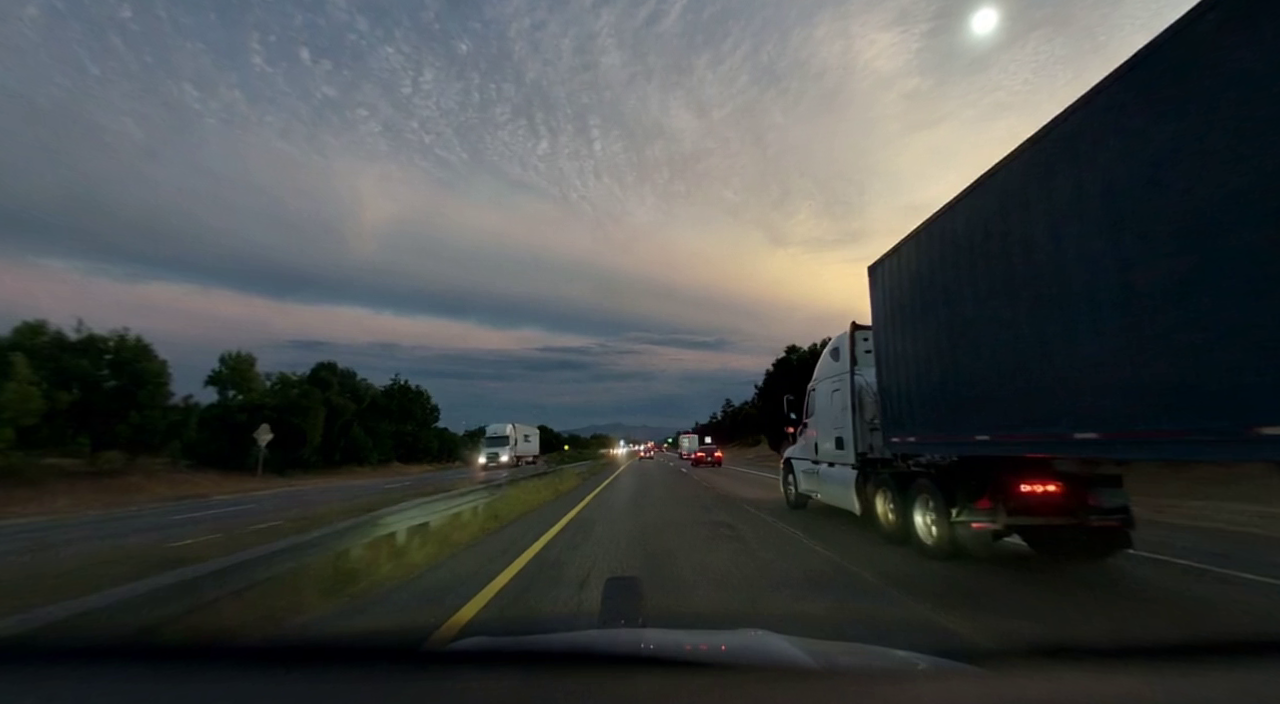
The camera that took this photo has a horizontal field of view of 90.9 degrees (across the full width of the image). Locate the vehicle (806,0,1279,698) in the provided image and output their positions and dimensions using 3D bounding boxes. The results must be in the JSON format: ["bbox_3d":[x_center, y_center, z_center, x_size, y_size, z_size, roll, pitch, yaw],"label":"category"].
[{"bbox_3d":[4.896,0.142,5.537,2.889,4.072,13.991,0,-9,-1],"label":"vehicle"}]

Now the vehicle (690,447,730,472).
[{"bbox_3d":[4.502,6.952,40.873,2.043,1.542,3.881,0,-9,-1],"label":"vehicle"}]
